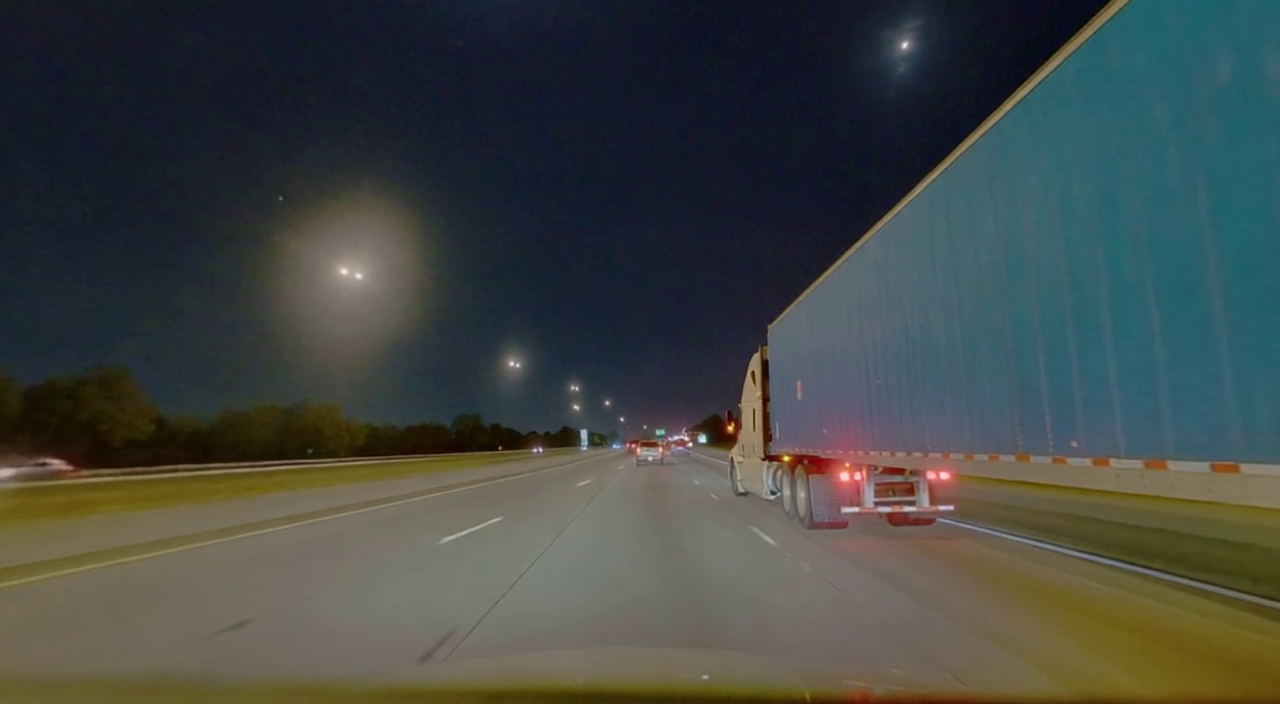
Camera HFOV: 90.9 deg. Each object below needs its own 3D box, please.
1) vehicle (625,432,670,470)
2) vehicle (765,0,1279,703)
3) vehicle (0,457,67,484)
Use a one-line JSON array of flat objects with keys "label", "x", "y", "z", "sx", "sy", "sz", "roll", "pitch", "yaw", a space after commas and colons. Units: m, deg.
[{"label": "vehicle", "x": 0.404, "y": 5.269, "z": 33.685, "sx": 2.205, "sy": 1.860, "sz": 4.301, "roll": -1, "pitch": -9, "yaw": 1}, {"label": "vehicle", "x": 3.932, "y": -0.020, "z": 4.806, "sx": 3.019, "sy": 4.145, "sz": 16.453, "roll": -1, "pitch": -8, "yaw": 1}, {"label": "vehicle", "x": -43.921, "y": 8.308, "z": 44.129, "sx": 2.008, "sy": 1.720, "sz": 5.411, "roll": -2, "pitch": -9, "yaw": 9}]
